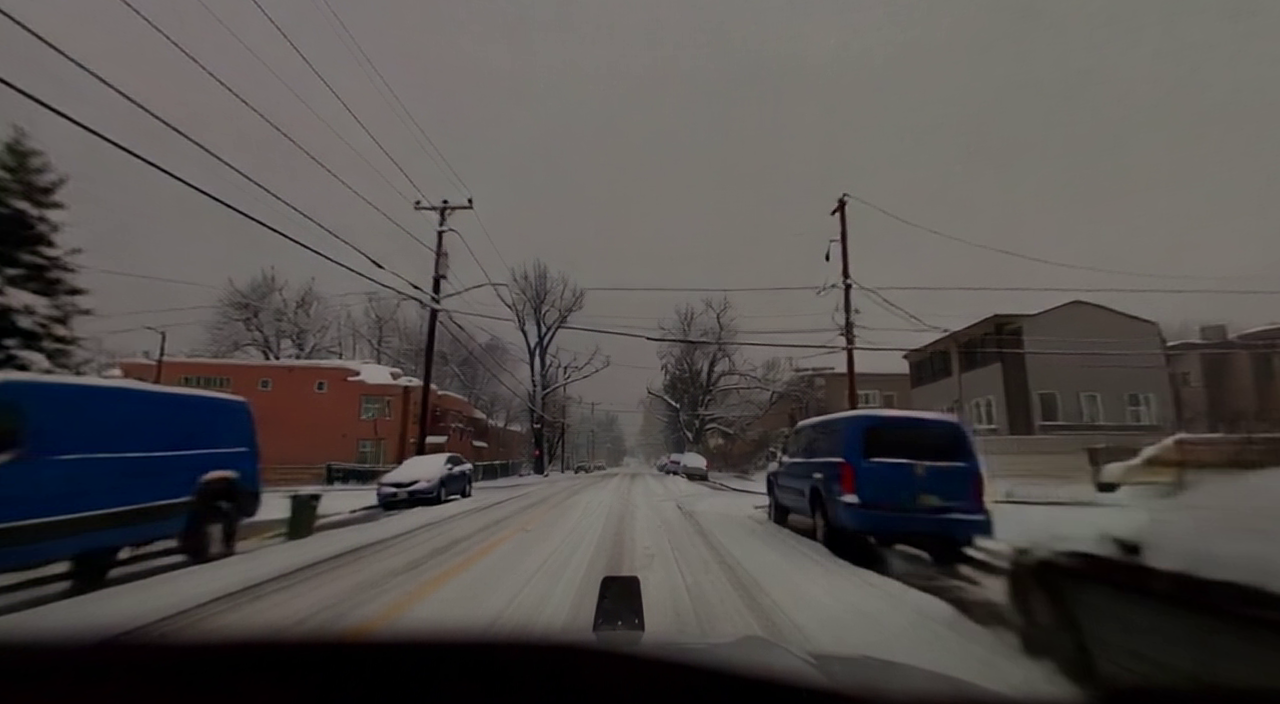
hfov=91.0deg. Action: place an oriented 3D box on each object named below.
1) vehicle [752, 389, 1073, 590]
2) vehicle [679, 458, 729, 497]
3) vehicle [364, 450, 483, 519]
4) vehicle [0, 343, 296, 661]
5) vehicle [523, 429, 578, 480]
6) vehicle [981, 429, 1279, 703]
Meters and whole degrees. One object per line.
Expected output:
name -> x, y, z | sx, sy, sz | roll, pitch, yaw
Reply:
vehicle -> 3.113, 1.719, 8.736 | 2.145, 1.935, 5.054 | 0, -9, 0
vehicle -> 3.124, 6.231, 31.605 | 2.010, 1.661, 4.615 | 0, -9, 0
vehicle -> -6.645, 4.064, 19.928 | 2.057, 1.632, 4.730 | -1, -6, 1
vehicle -> -6.757, 1.438, 7.143 | 2.508, 2.712, 5.809 | -2, -4, 0
vehicle -> -6.905, 8.153, 49.675 | 3.115, 3.562, 7.695 | -2, -10, 0
vehicle -> 3.212, 0.959, 1.911 | 1.796, 1.449, 4.373 | 0, -9, -2
